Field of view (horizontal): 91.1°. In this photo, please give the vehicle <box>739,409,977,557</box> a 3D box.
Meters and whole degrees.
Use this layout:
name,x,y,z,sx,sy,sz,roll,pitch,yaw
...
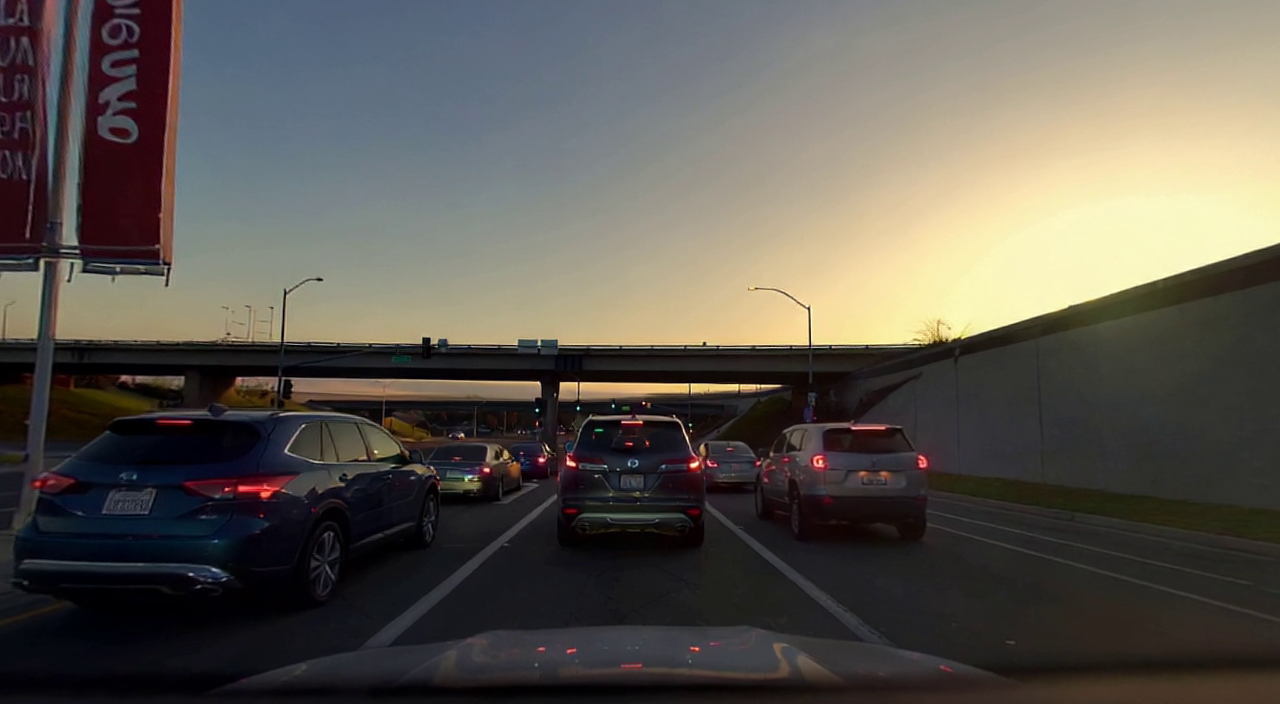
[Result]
name,x,y,z,sx,sy,sz,roll,pitch,yaw
vehicle,3.089,1.973,10.198,2.016,1.804,4.681,0,-9,-2

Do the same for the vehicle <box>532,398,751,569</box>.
name,x,y,z,sx,sy,sz,roll,pitch,yaw
vehicle,-0.074,1.772,9.215,2.409,1.864,4.471,0,-9,-2

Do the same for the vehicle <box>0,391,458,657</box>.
name,x,y,z,sx,sy,sz,roll,pitch,yaw
vehicle,-3.488,1.431,6.277,2.039,1.709,4.265,0,-9,0

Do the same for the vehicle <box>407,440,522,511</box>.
name,x,y,z,sx,sy,sz,roll,pitch,yaw
vehicle,-4.148,2.947,15.433,1.797,1.505,3.506,0,-9,0
